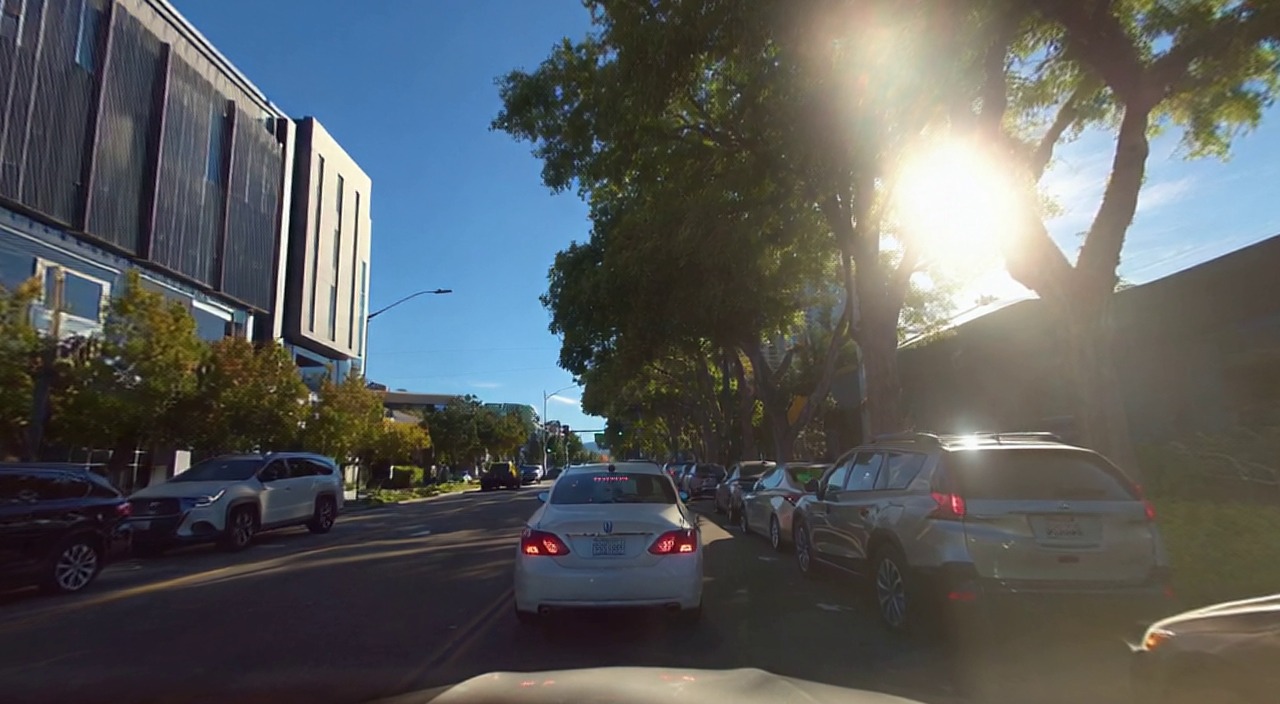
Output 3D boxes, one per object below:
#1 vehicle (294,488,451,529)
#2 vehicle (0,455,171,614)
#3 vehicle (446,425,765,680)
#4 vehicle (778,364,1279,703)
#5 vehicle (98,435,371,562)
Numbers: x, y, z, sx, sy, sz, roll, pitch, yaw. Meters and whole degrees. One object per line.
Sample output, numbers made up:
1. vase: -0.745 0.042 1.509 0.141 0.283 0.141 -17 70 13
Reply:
1. vehicle: -7.014 4.208 17.173 2.223 0.774 4.789 1 -10 0
2. vehicle: -6.983 1.699 5.865 1.900 1.471 4.202 1 -10 0
3. vehicle: -0.194 1.616 5.913 2.018 1.583 3.646 1 -10 1
4. vehicle: 2.708 1.436 5.689 1.868 1.920 4.501 1 -10 0
5. vehicle: -6.840 2.598 11.394 1.994 1.701 4.520 -3 -12 -1
